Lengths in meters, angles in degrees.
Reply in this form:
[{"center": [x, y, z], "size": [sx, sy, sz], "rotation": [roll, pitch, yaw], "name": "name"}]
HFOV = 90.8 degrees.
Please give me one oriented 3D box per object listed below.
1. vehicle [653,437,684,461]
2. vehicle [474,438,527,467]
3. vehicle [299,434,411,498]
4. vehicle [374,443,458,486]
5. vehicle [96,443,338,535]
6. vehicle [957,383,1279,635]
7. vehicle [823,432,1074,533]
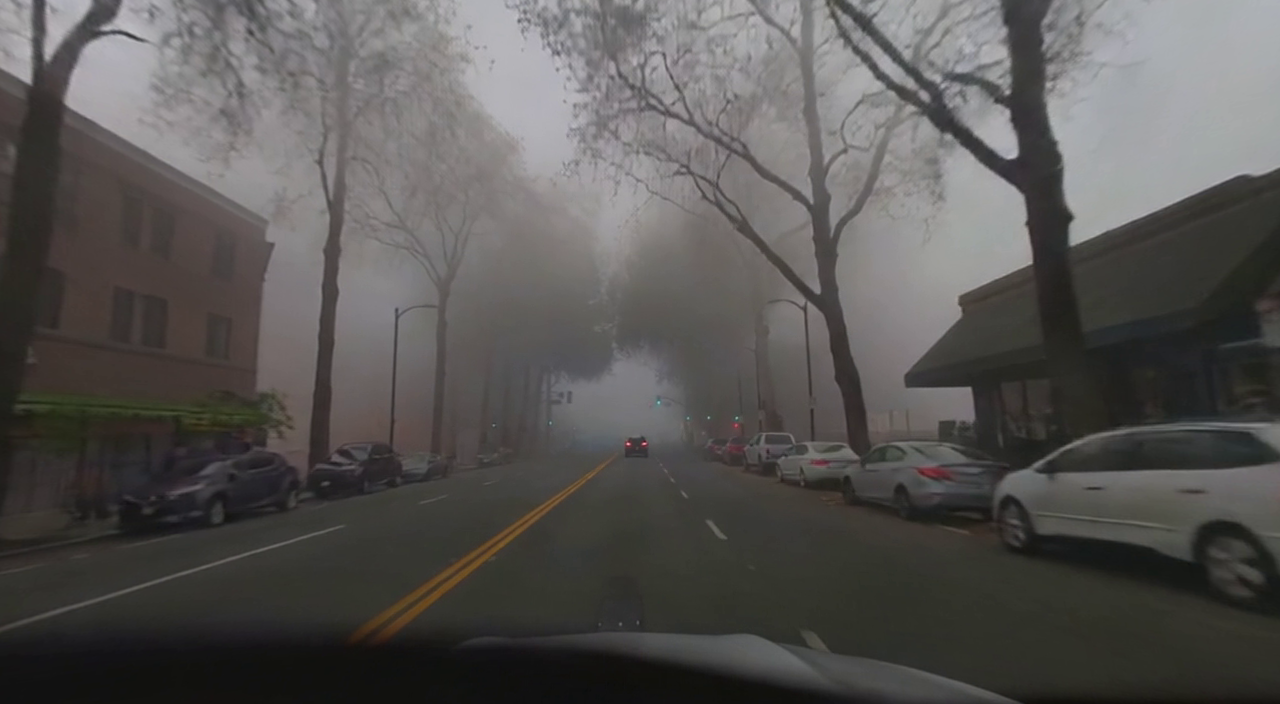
[{"center": [1.997, 6.907, 45.212], "size": [1.998, 1.580, 4.015], "rotation": [0, -8, -1], "name": "vehicle"}, {"center": [-9.665, 7.060, 44.283], "size": [2.305, 1.883, 5.580], "rotation": [-1, -9, 1], "name": "vehicle"}, {"center": [-10.075, 4.042, 22.824], "size": [2.020, 2.013, 4.758], "rotation": [0, -8, -3], "name": "vehicle"}, {"center": [-10.082, 5.058, 28.962], "size": [1.988, 1.718, 5.661], "rotation": [0, -8, -2], "name": "vehicle"}, {"center": [-9.906, 3.182, 15.615], "size": [2.081, 1.819, 5.607], "rotation": [-1, -8, 0], "name": "vehicle"}, {"center": [5.587, 1.385, 6.368], "size": [2.042, 1.787, 5.110], "rotation": [-1, -8, -1], "name": "vehicle"}, {"center": [5.415, 2.345, 12.137], "size": [2.163, 1.484, 5.019], "rotation": [0, -8, -2], "name": "vehicle"}]
